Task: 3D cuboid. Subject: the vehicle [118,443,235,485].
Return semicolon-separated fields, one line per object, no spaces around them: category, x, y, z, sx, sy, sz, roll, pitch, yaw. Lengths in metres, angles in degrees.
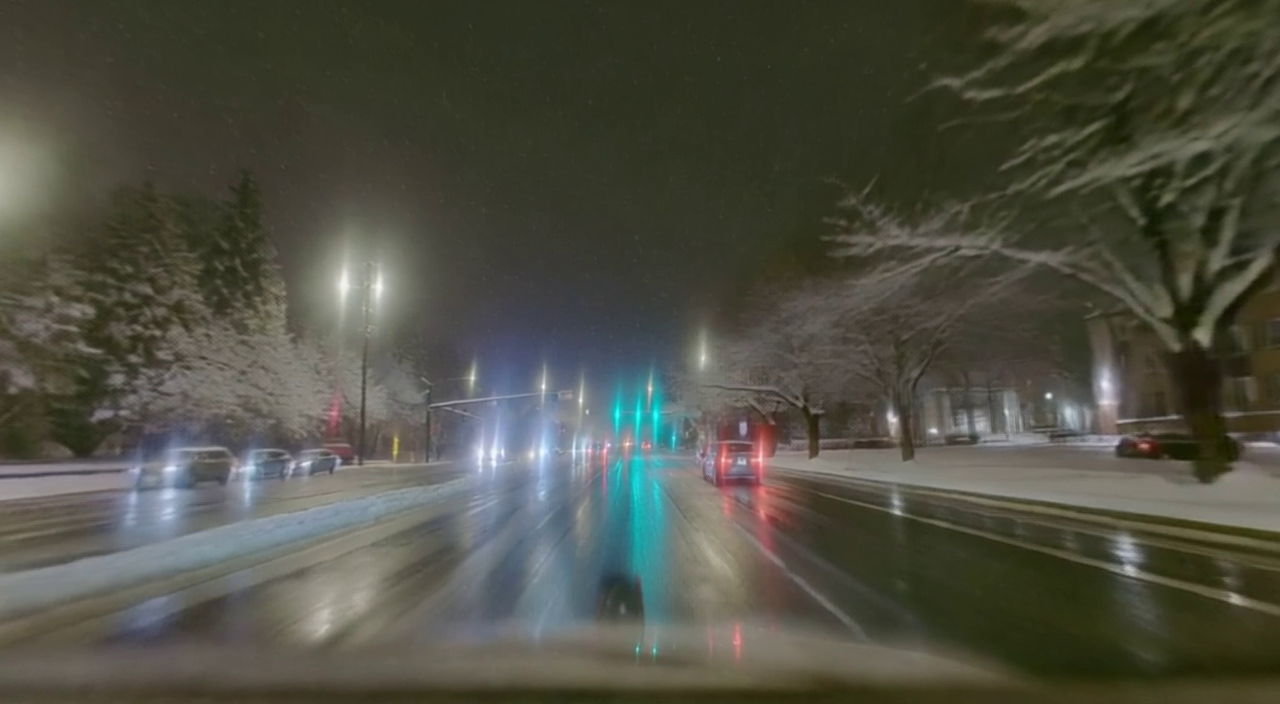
vehicle;-22.374;5.387;30.804;2.139;1.833;4.686;0;-8;0

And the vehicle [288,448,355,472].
vehicle;-22.419;7.616;44.776;2.098;1.510;5.072;0;-8;0

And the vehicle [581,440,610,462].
vehicle;-3.472;7.770;49.835;1.935;1.617;4.045;0;-8;0

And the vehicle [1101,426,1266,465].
vehicle;21.850;3.790;25.551;4.748;1.451;2.089;0;-9;-1

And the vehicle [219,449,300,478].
vehicle;-22.413;6.560;37.436;1.865;1.507;4.631;0;-8;0

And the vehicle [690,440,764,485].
vehicle;3.054;3.975;23.065;1.966;1.449;4.290;0;-8;-2
